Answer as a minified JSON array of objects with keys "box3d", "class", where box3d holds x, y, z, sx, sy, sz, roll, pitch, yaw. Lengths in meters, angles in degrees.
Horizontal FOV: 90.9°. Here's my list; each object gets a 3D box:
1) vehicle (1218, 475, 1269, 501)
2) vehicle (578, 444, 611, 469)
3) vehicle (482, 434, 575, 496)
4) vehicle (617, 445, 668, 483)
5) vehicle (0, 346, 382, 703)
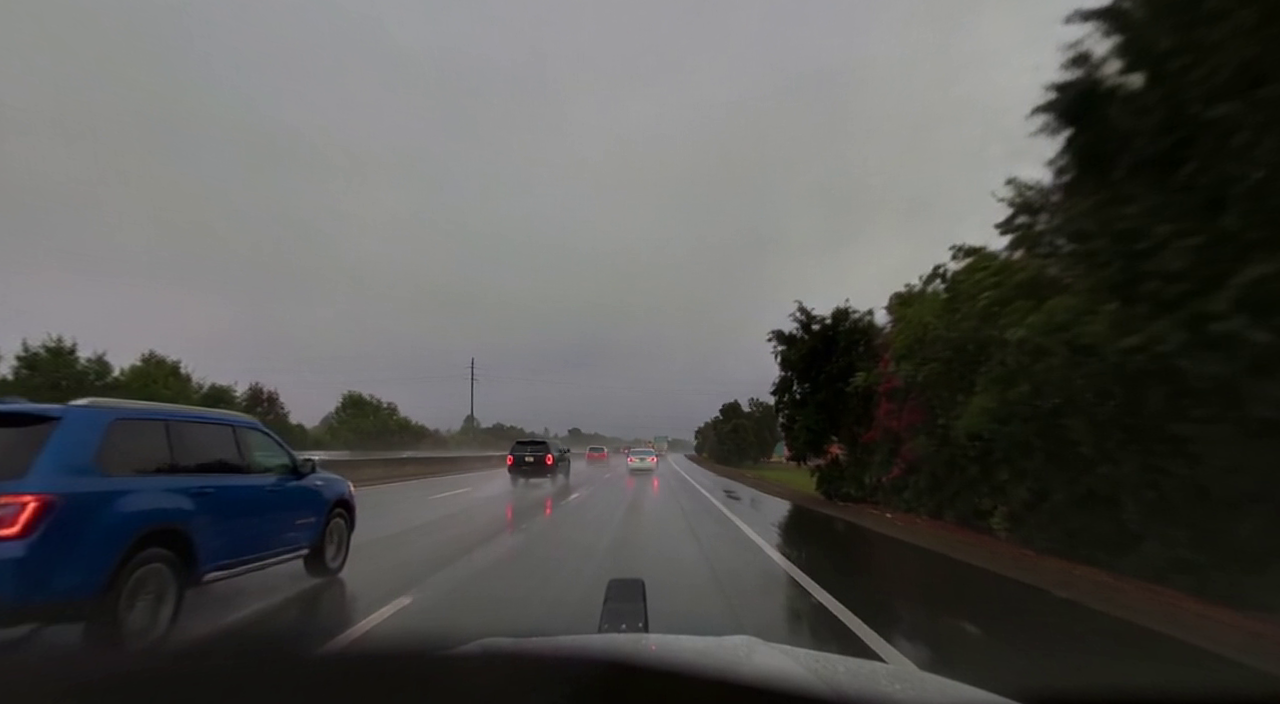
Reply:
[{"box3d":[39.777,8.913,41.524,4.203,1.418,1.942,8,-12,-42],"class":"vehicle"},{"box3d":[-3.310,7.680,46.457,1.993,1.717,4.321,-1,-8,2],"class":"vehicle"},{"box3d":[-3.512,3.661,20.888,2.133,1.789,4.518,-1,-8,2],"class":"vehicle"},{"box3d":[0.081,4.754,27.137,2.047,1.473,3.978,0,-8,0],"class":"vehicle"},{"box3d":[-4.216,1.176,4.851,2.198,1.848,5.346,0,-8,0],"class":"vehicle"}]
